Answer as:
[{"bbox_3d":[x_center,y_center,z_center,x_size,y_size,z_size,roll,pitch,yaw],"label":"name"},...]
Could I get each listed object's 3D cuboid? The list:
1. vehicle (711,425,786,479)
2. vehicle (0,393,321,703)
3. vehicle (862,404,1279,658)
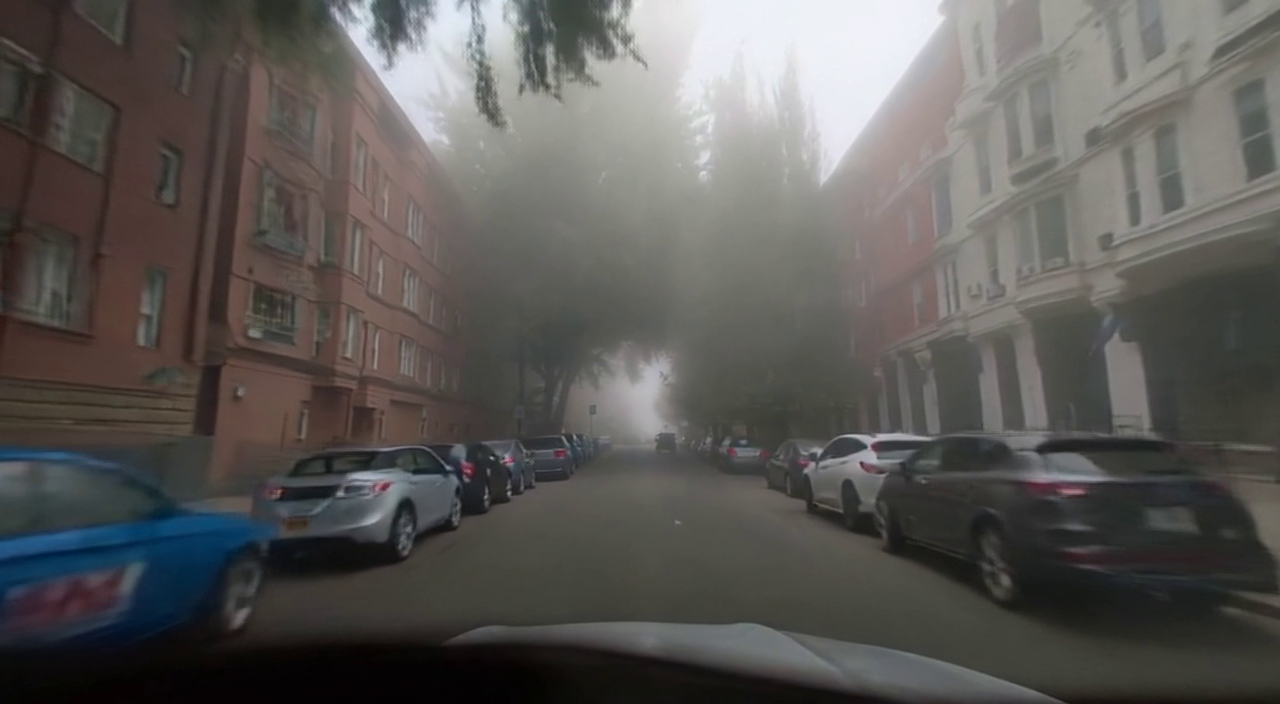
[{"bbox_3d":[3.952,3.711,23.736,1.879,1.802,4.574,0,-8,-1],"label":"vehicle"},{"bbox_3d":[-3.472,0.992,2.912,1.859,1.508,4.144,2,-3,-1],"label":"vehicle"},{"bbox_3d":[3.738,1.361,5.864,1.896,1.549,3.845,0,-8,0],"label":"vehicle"}]
